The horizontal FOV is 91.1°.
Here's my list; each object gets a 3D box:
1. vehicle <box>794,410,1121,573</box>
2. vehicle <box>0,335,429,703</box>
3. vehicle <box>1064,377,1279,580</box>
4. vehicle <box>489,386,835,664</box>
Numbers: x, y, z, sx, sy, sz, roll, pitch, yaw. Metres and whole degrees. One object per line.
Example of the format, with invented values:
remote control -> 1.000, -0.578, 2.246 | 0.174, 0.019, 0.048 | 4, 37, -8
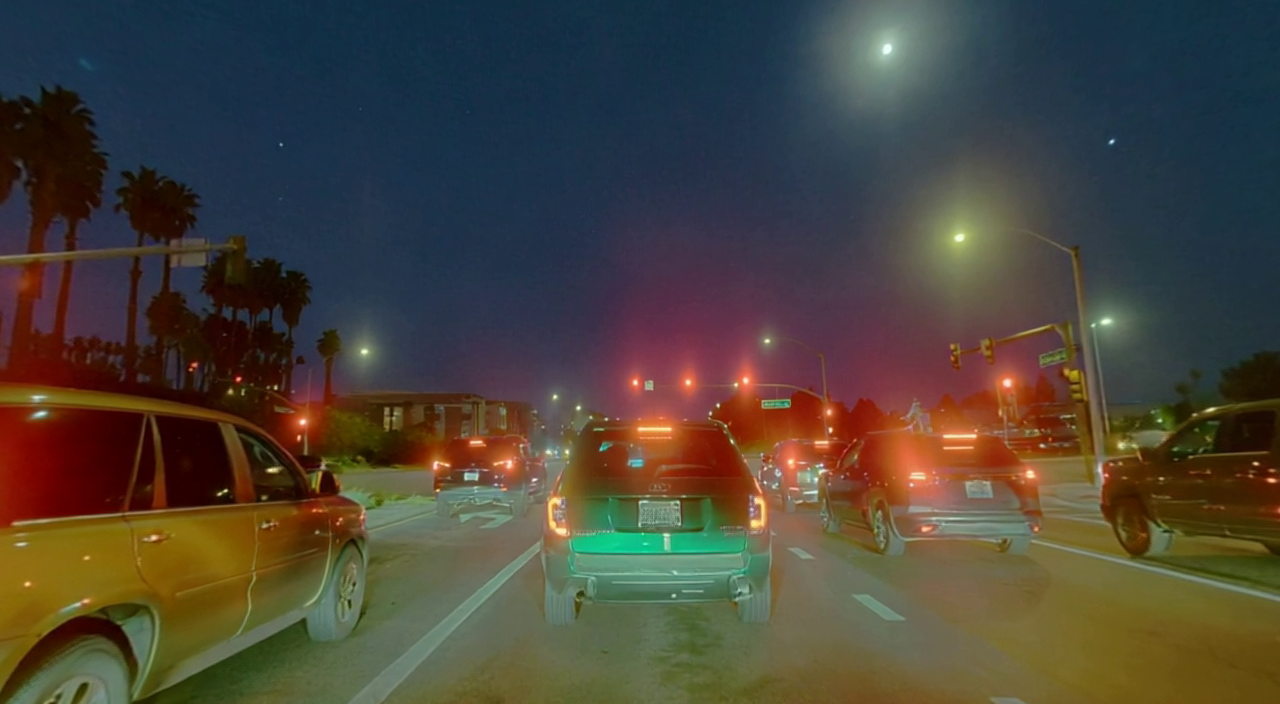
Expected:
vehicle -> 4.007, 1.860, 9.289 | 2.072, 1.704, 5.170 | 0, -8, -1
vehicle -> -3.167, 1.086, 3.909 | 2.171, 1.702, 4.416 | 0, -9, 0
vehicle -> 7.316, 1.237, 6.146 | 2.337, 1.925, 5.728 | 0, -8, 0
vehicle -> 0.165, 1.368, 6.010 | 2.123, 1.704, 4.128 | 0, -8, 1
